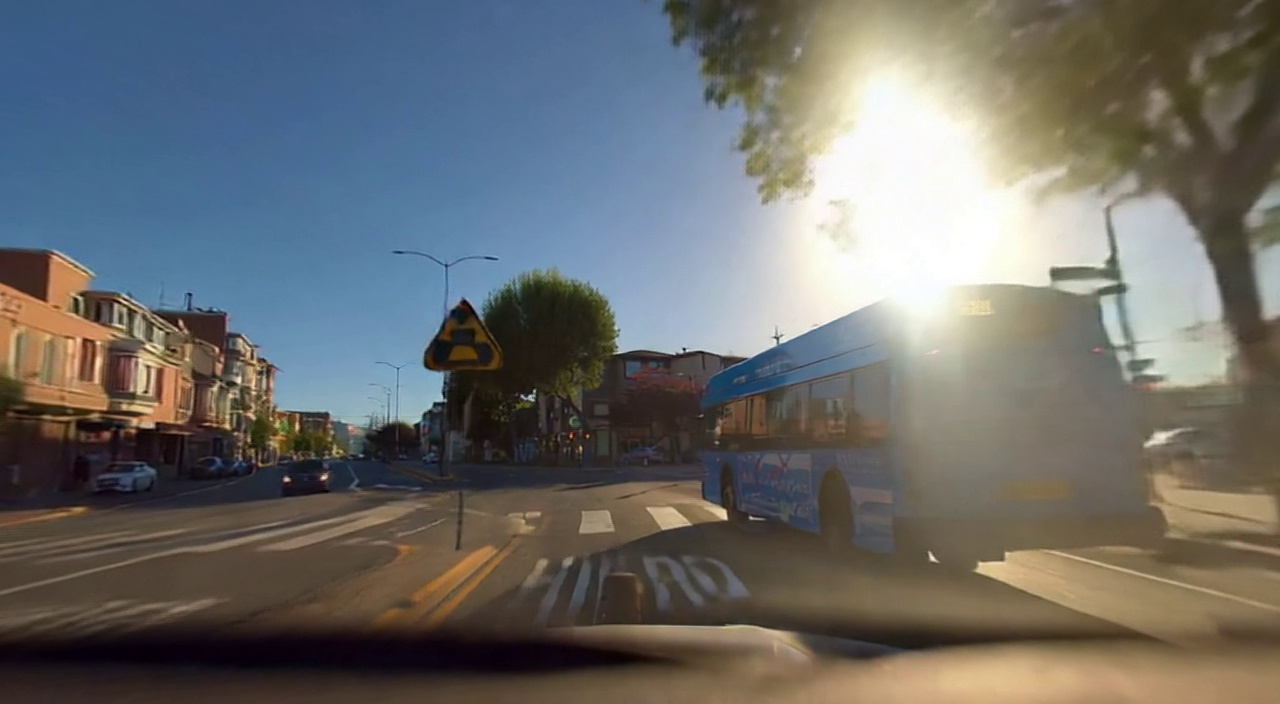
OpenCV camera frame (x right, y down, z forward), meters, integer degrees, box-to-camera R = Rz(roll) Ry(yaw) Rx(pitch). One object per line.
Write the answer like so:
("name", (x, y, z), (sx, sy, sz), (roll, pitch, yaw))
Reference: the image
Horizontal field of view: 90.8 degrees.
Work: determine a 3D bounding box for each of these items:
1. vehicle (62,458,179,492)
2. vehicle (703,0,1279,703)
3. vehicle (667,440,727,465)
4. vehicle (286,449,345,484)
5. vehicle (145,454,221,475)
("vehicle", (-26.286, 6.211, 32.110), (4.384, 1.500, 1.864), (7, -11, -39))
("vehicle", (2.881, 0.268, 3.506), (3.194, 3.345, 12.428), (1, -8, -3))
("vehicle", (4.042, 7.100, 44.556), (3.786, 1.505, 1.991), (-6, -9, 18))
("vehicle", (-15.501, 5.440, 30.390), (1.944, 1.505, 3.944), (3, -9, -19))
("vehicle", (-35.431, 8.718, 48.976), (4.592, 1.474, 1.880), (7, -10, -37))
